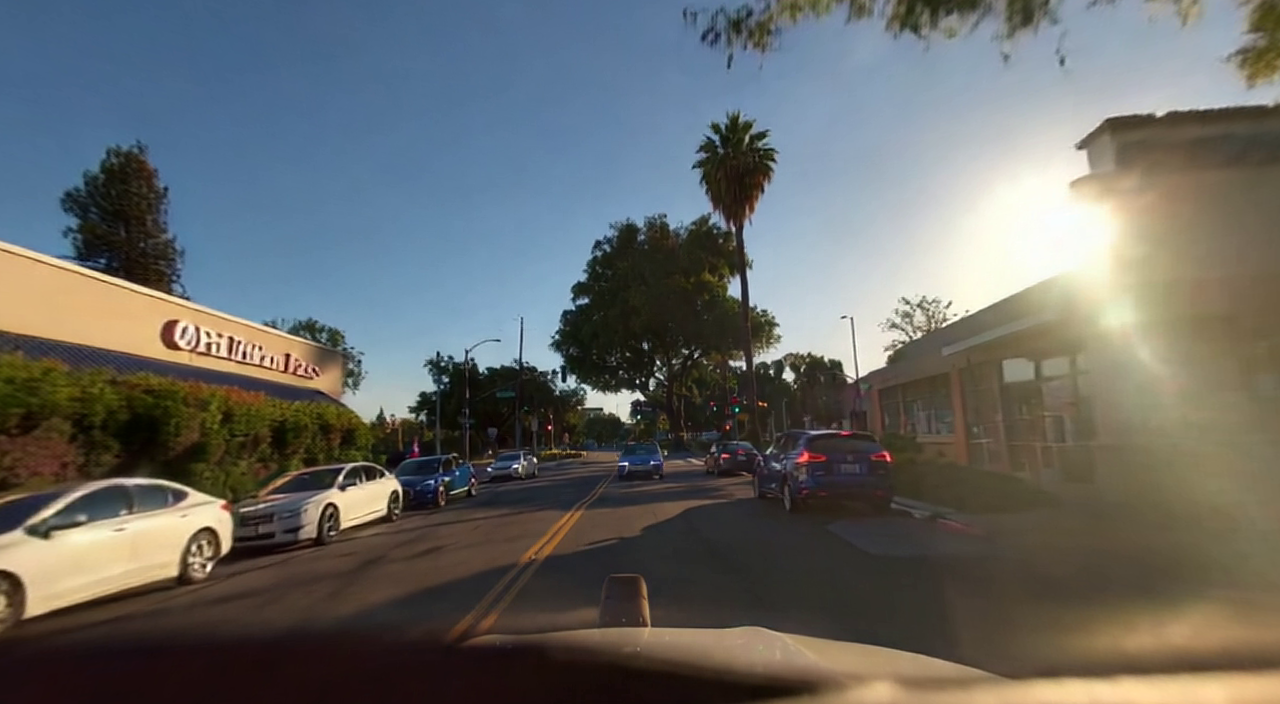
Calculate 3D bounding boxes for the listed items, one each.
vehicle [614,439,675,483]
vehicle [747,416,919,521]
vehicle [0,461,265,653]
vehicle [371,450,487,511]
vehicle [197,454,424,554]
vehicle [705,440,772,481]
[{"bbox_3d":[0.129,3.995,23.440,2.060,1.452,4.078,0,-8,0],"label":"vehicle"},{"bbox_3d":[3.753,2.378,13.474,2.099,1.786,5.198,0,-8,1],"label":"vehicle"},{"bbox_3d":[-6.209,1.956,6.552,1.810,1.489,4.336,-1,-8,3],"label":"vehicle"},{"bbox_3d":[-6.048,3.699,18.674,1.850,1.482,4.454,0,-8,1],"label":"vehicle"},{"bbox_3d":[-6.089,2.821,12.473,1.874,1.472,4.668,0,-8,1],"label":"vehicle"},{"bbox_3d":[3.711,4.148,24.504,1.821,1.417,4.454,0,-8,0],"label":"vehicle"}]
